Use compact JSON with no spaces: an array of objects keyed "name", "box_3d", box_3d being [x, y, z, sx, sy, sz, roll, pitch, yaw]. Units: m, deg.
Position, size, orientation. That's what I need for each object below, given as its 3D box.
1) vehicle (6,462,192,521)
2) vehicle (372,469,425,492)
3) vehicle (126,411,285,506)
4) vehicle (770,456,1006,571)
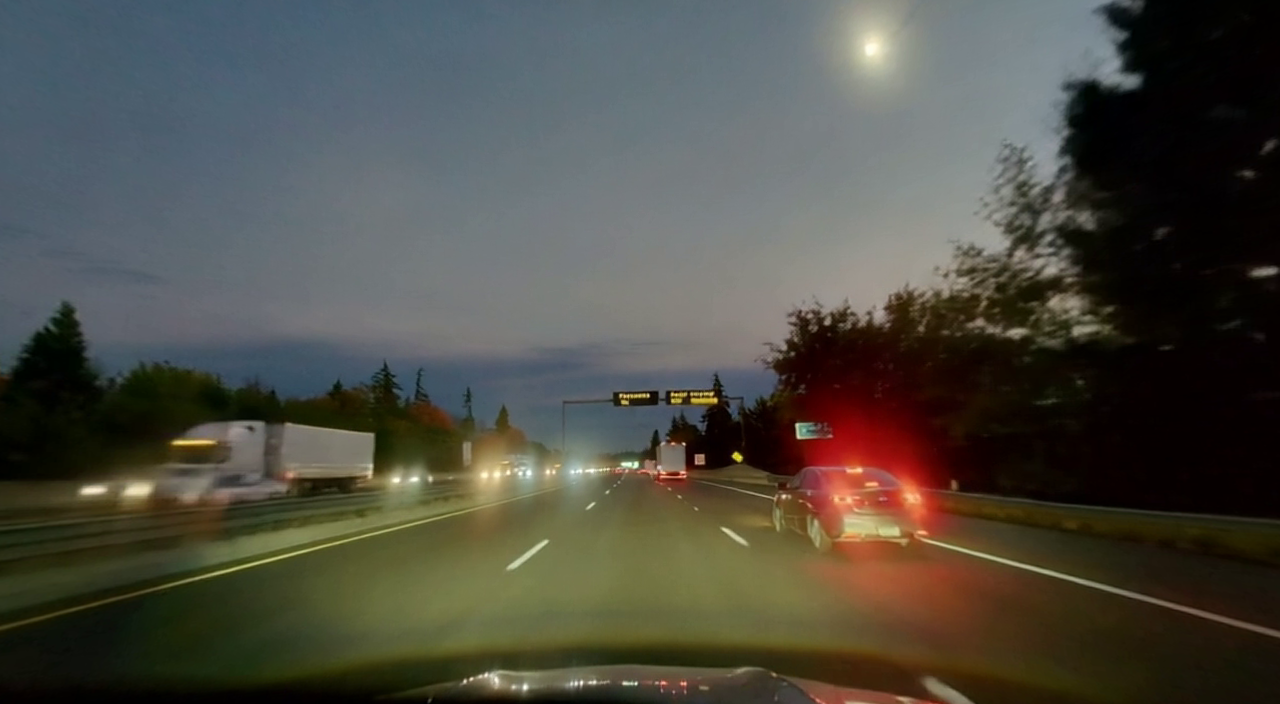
[{"name":"vehicle","box_3d":[-15.640,4.029,18.560,1.736,1.475,4.118,0,-10,1]},{"name":"vehicle","box_3d":[-16.021,8.536,42.039,1.780,1.452,4.497,1,-10,0]},{"name":"vehicle","box_3d":[-20.205,5.081,29.888,2.936,3.988,5.945,0,-11,0]},{"name":"vehicle","box_3d":[3.746,2.559,10.634,2.051,1.472,4.547,1,-10,-1]}]
